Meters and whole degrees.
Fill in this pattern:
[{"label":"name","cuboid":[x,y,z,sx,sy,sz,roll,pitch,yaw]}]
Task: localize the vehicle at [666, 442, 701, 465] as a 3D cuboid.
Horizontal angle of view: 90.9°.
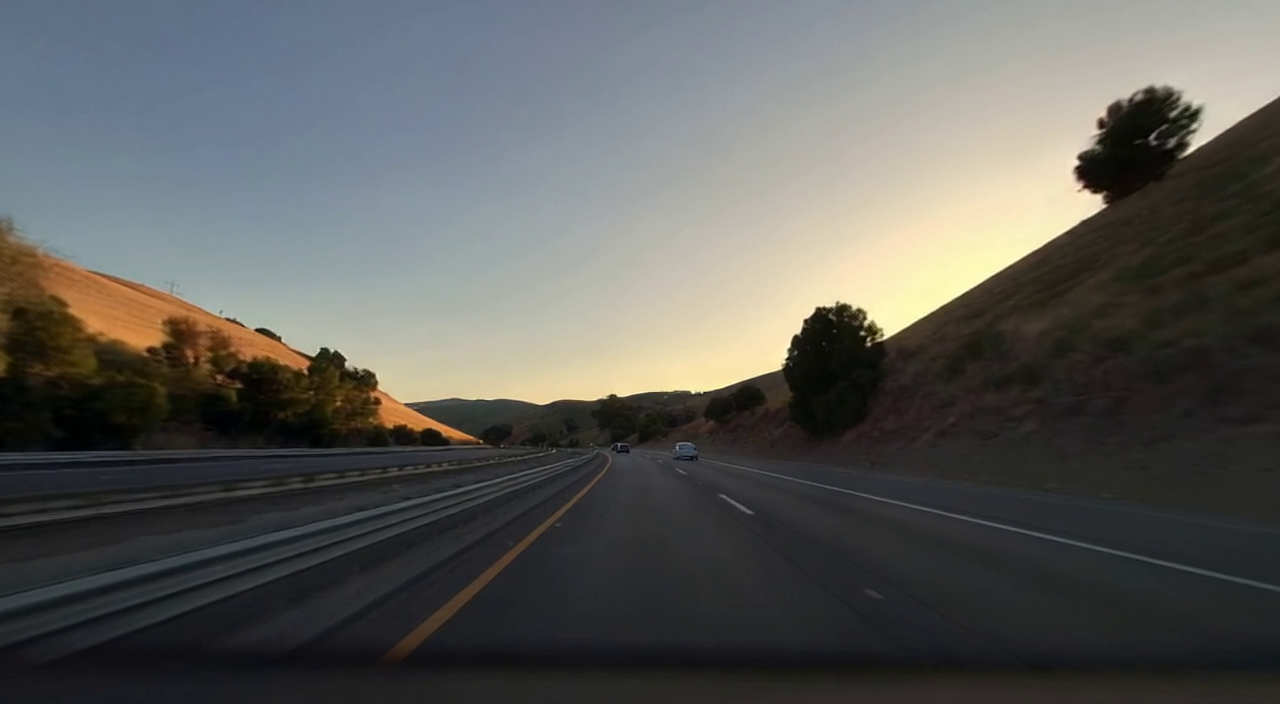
[{"label":"vehicle","cuboid":[3.017,7.175,44.808,1.960,1.516,4.657,0,-8,-3]}]
